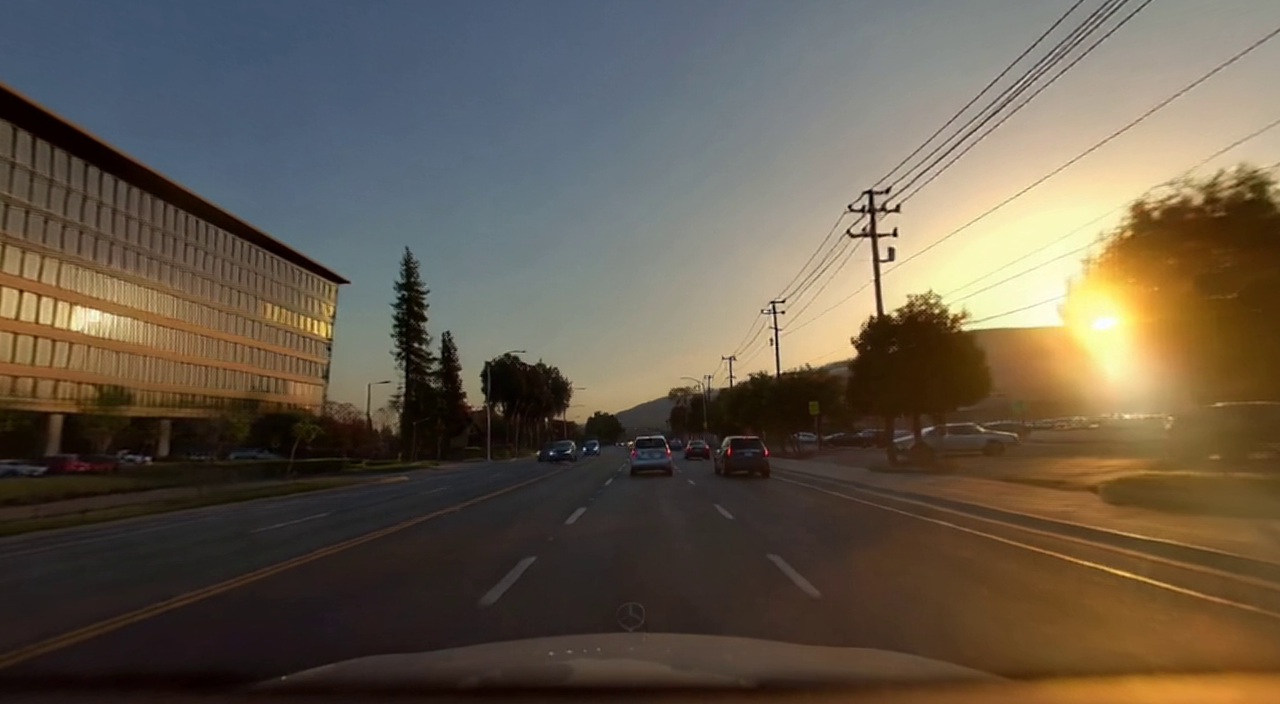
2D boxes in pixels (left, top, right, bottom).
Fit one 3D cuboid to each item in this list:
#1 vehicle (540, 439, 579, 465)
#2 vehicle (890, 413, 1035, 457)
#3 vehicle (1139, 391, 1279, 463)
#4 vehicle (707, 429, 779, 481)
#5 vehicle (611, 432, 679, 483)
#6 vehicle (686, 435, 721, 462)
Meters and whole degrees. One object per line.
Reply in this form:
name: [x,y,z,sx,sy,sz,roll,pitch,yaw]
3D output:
vehicle: [-5.827,7.340,46.274,2.193,1.802,4.946,0,-9,1]
vehicle: [15.299,3.985,29.968,5.731,1.720,2.822,-8,-10,31]
vehicle: [15.945,1.955,16.247,4.392,1.709,2.002,0,-9,-2]
vehicle: [3.628,3.704,22.934,1.914,1.698,4.049,0,-9,0]
vehicle: [0.195,3.757,22.636,2.200,1.653,4.127,0,-9,1]
vehicle: [4.299,6.637,43.330,2.024,1.711,4.512,0,-9,1]
